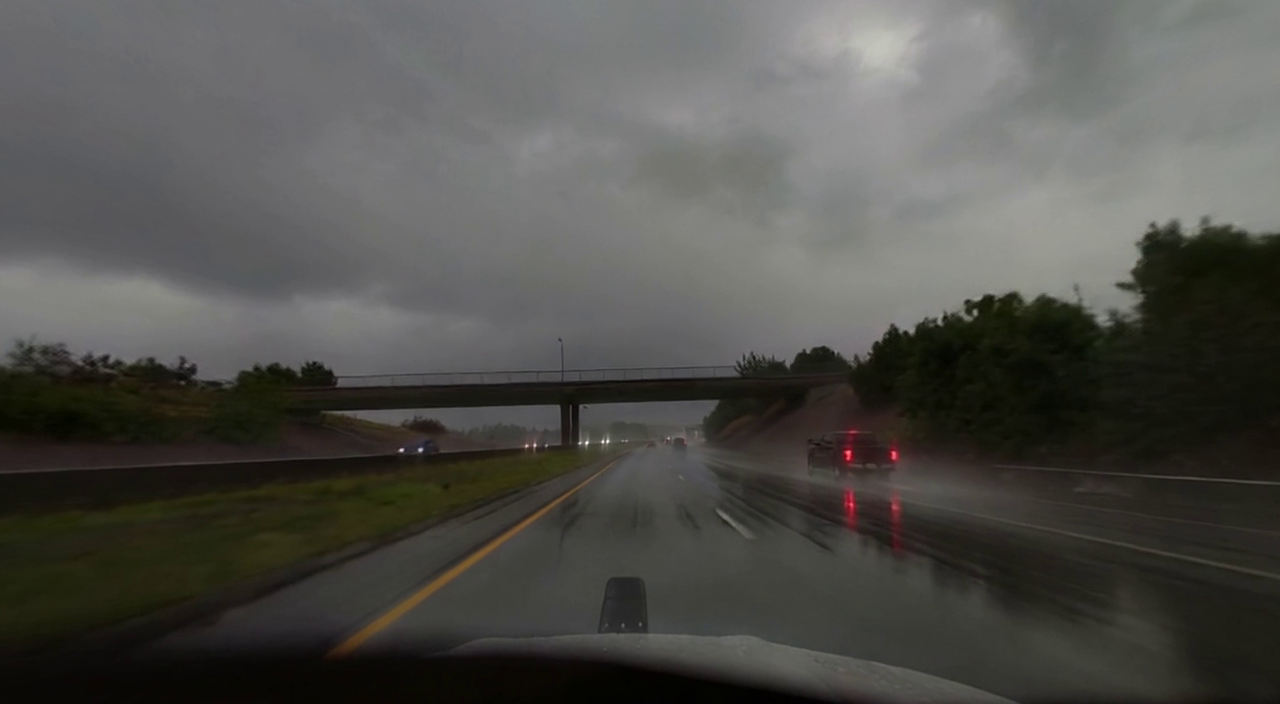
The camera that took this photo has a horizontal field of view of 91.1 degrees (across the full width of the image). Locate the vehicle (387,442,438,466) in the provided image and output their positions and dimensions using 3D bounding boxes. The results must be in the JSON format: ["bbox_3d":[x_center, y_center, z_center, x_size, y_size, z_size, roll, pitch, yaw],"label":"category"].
[{"bbox_3d":[-16.981,7.641,47.147,1.910,1.704,5.056,0,-9,0],"label":"vehicle"}]

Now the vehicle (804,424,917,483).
[{"bbox_3d":[8.446,3.978,24.749,2.362,2.037,5.409,0,-9,-1],"label":"vehicle"}]
